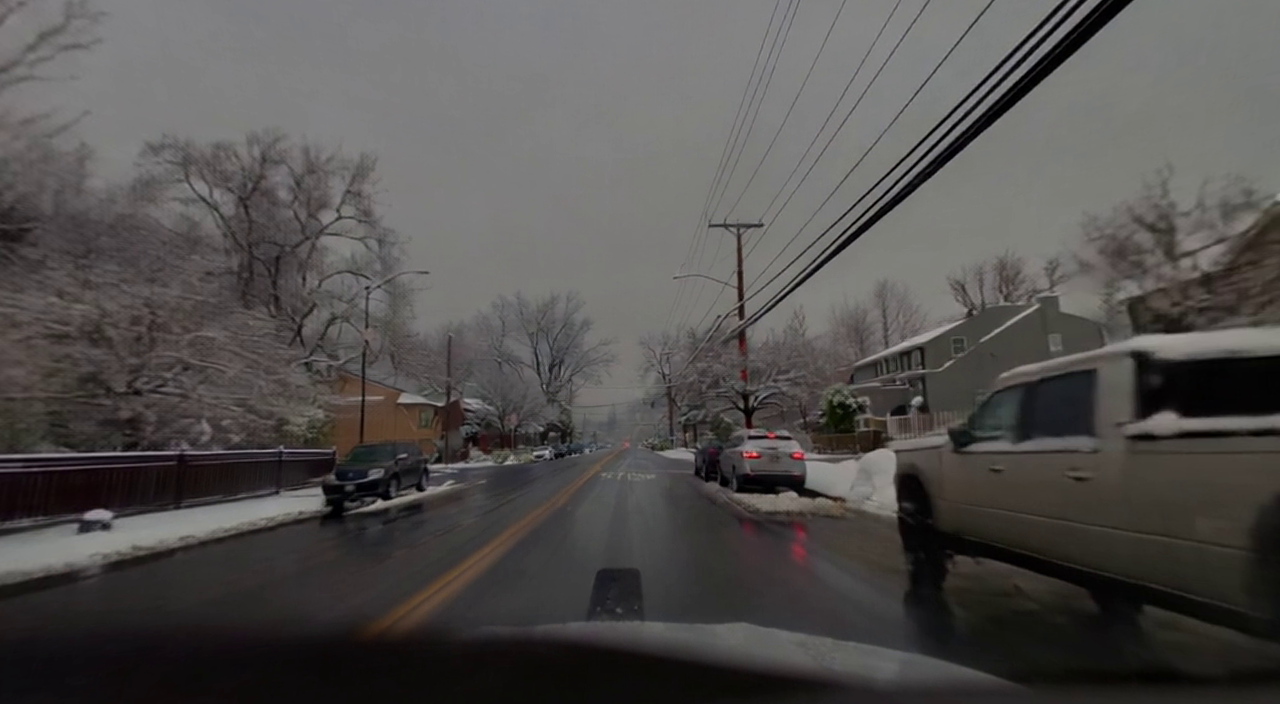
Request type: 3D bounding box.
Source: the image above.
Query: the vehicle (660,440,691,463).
[{"bbox_3d":[2.755,7.858,49.951,2.114,1.708,4.474,0,-8,-1],"label":"vehicle"}]

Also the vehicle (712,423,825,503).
[{"bbox_3d":[3.144,2.835,16.490,1.993,1.778,4.311,0,-9,-1],"label":"vehicle"}]

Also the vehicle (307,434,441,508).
[{"bbox_3d":[-7.351,3.398,17.992,1.980,1.664,4.342,-5,-11,-1],"label":"vehicle"}]

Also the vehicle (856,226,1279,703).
[{"bbox_3d":[3.406,0.794,3.807,2.111,2.054,5.748,0,-9,-1],"label":"vehicle"}]
